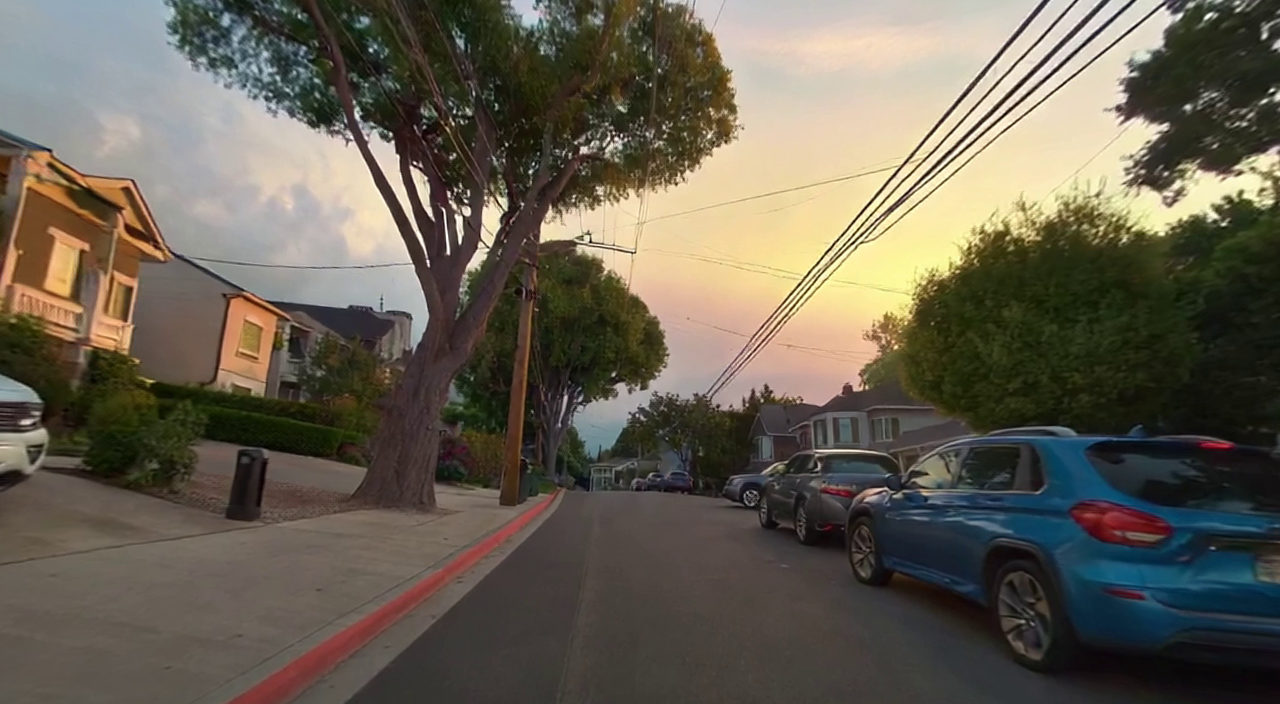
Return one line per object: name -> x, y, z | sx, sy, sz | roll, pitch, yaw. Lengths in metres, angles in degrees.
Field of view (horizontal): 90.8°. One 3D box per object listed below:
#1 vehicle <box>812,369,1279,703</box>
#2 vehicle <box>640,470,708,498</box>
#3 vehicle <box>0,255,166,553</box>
vehicle -> 3.201, 1.323, 5.121 | 2.076, 1.780, 4.959 | 0, -8, -2
vehicle -> 2.364, 9.182, 44.122 | 4.413, 1.728, 1.869 | 1, -9, -10
vehicle -> -6.218, -0.061, 3.801 | 4.827, 1.771, 2.042 | 10, -9, 0
